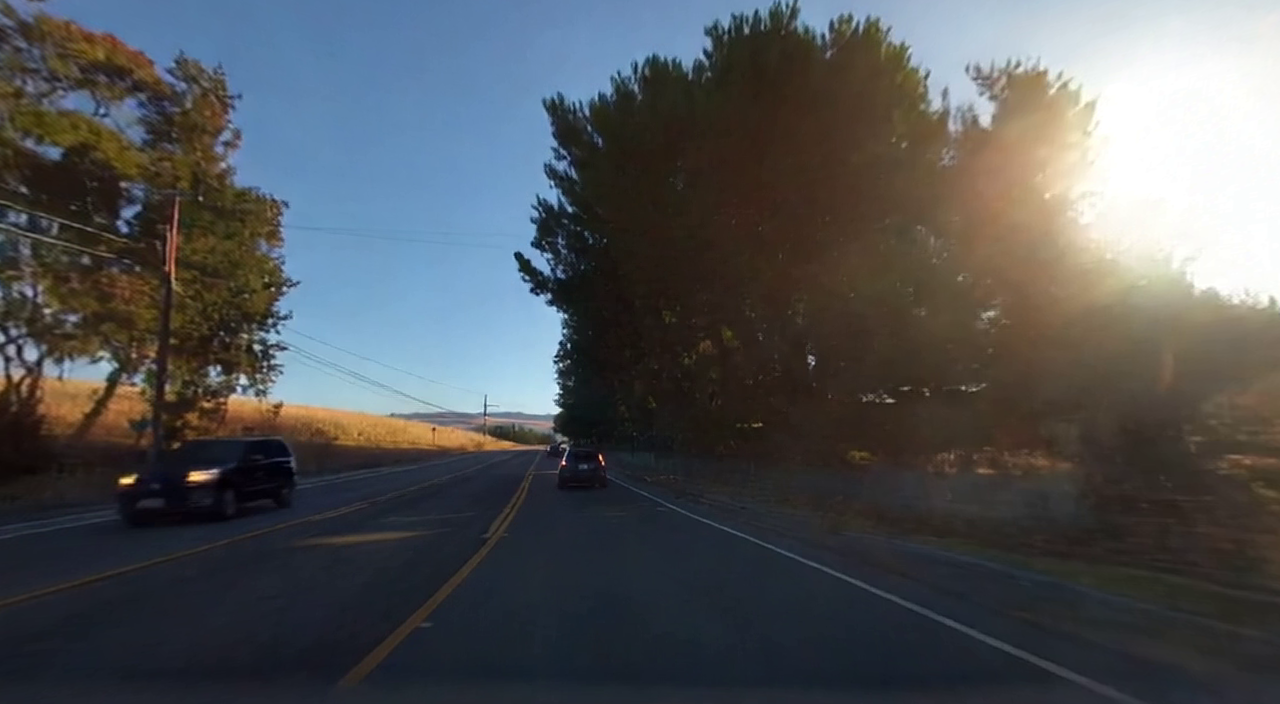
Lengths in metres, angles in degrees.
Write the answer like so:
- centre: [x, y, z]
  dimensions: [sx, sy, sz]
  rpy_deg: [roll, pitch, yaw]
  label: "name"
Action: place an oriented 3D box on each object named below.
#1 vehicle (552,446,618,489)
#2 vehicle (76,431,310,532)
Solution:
- centre: [-2.206, 4.373, 24.244]
  dimensions: [2.296, 1.510, 4.068]
  rpy_deg: [1, -9, -8]
  label: "vehicle"
- centre: [-8.357, 2.410, 12.310]
  dimensions: [1.894, 1.621, 3.900]
  rpy_deg: [1, -8, -5]
  label: "vehicle"
